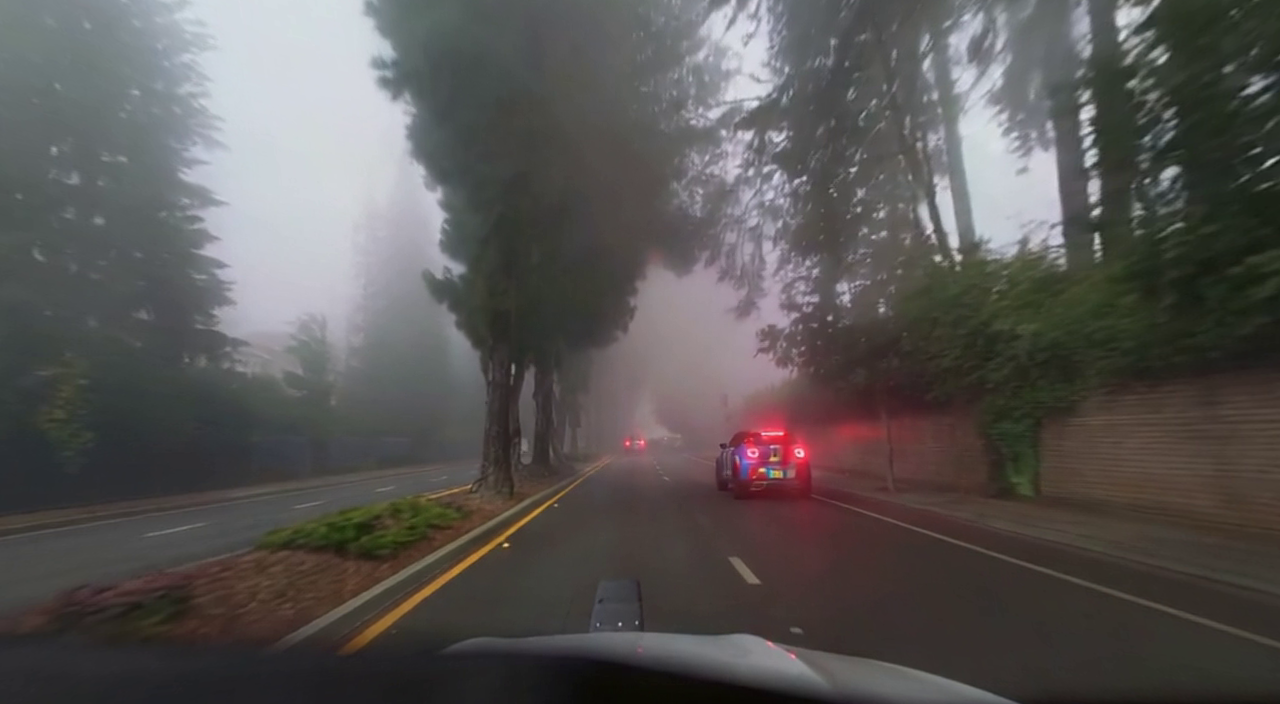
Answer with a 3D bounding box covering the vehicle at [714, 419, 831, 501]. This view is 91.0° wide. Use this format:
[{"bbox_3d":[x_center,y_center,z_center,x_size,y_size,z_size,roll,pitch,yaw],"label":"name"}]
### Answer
[{"bbox_3d":[3.029,2.575,15.357,1.840,1.709,4.202,0,-8,-2],"label":"vehicle"}]
